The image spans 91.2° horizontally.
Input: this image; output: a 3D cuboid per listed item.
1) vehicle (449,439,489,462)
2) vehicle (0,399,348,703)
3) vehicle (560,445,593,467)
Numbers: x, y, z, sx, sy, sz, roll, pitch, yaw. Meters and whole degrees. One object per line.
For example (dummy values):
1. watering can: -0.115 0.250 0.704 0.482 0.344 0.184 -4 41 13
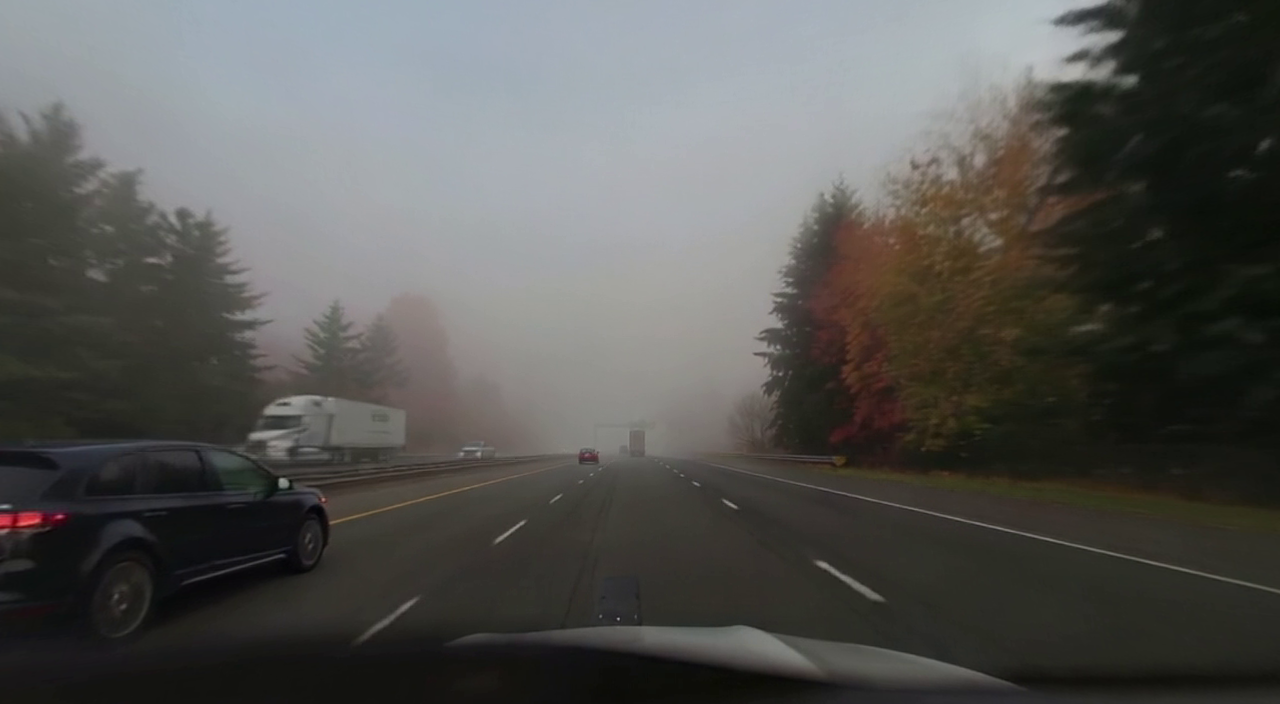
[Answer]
1. vehicle: -13.266 7.691 48.911 1.946 1.640 4.360 0 -9 0
2. vehicle: -4.275 1.273 4.854 2.071 1.525 4.058 0 -9 0
3. vehicle: -4.426 7.348 44.401 1.963 1.475 3.665 0 -9 0
